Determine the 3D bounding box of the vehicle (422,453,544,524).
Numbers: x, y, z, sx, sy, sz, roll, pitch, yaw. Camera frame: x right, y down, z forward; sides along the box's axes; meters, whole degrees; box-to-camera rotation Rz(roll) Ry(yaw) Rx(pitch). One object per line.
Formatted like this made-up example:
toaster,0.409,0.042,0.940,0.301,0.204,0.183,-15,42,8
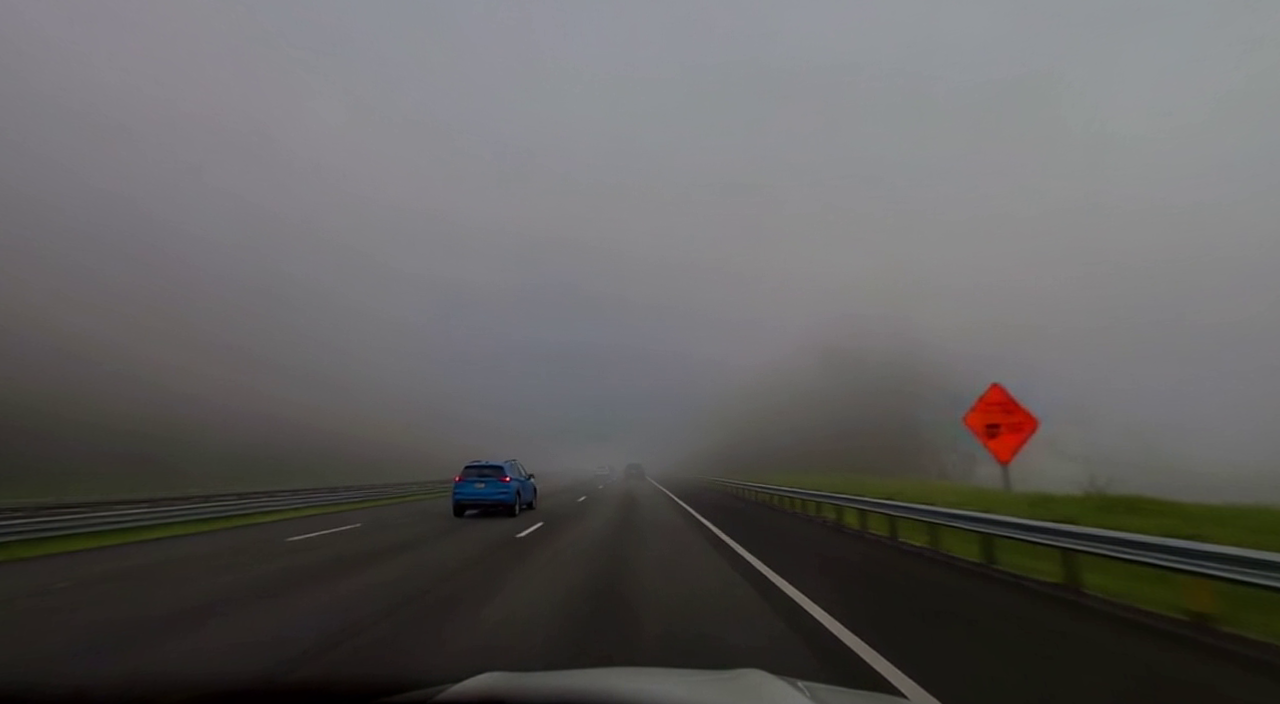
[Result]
vehicle,-3.788,3.399,16.047,2.017,1.516,4.041,1,-11,0
